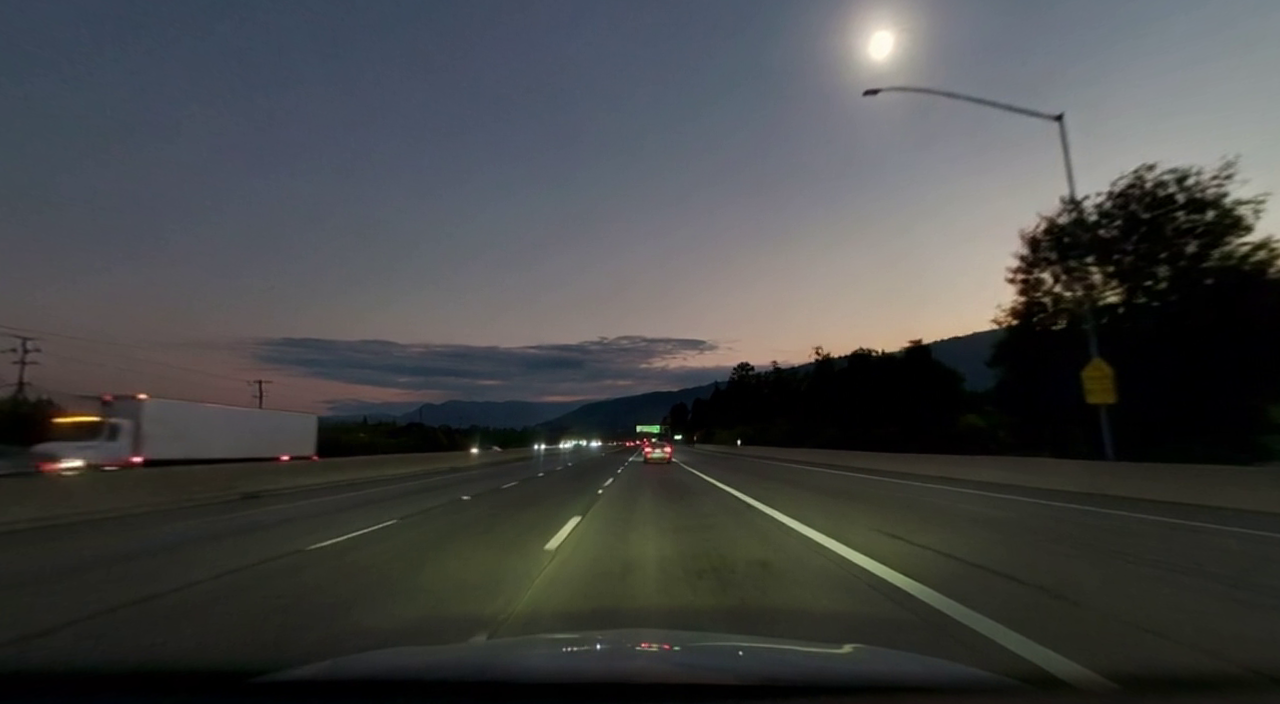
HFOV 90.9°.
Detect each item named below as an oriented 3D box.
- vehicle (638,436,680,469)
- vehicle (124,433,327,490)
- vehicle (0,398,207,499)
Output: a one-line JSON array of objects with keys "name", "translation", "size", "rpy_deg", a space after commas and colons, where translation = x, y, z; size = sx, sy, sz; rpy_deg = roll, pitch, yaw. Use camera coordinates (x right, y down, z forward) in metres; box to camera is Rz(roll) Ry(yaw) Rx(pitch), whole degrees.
[{"name": "vehicle", "translation": [1.018, 5.768, 36.370], "size": [2.260, 1.766, 4.348], "rpy_deg": [0, -8, 0]}, {"name": "vehicle", "translation": [-24.957, 6.700, 39.770], "size": [2.832, 2.907, 14.577], "rpy_deg": [0, -8, 1]}, {"name": "vehicle", "translation": [-25.071, 4.488, 29.630], "size": [3.029, 4.038, 8.668], "rpy_deg": [0, -8, 1]}]
